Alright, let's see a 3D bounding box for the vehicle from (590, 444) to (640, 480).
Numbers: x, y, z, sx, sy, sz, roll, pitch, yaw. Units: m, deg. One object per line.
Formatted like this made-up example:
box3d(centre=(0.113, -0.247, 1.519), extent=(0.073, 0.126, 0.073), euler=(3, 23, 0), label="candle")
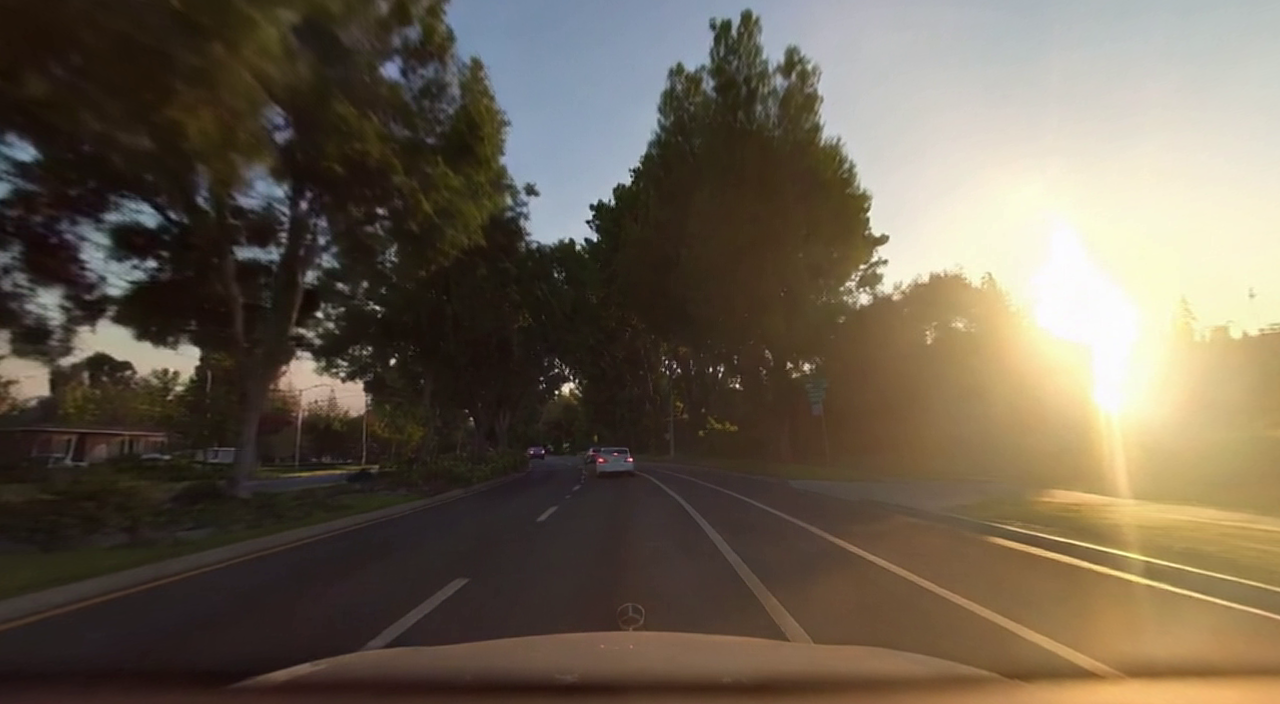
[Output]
box3d(centre=(-1.187, 4.846, 28.191), extent=(2.009, 1.456, 4.003), euler=(1, -8, -5), label="vehicle")
